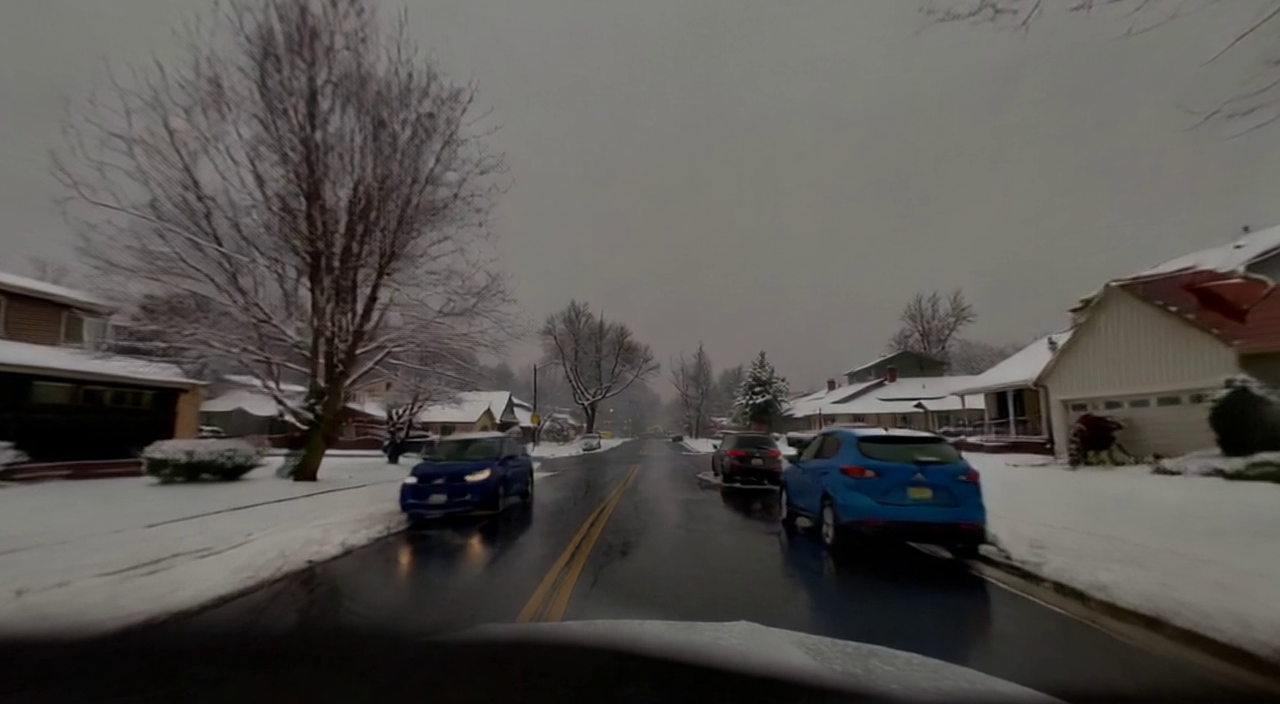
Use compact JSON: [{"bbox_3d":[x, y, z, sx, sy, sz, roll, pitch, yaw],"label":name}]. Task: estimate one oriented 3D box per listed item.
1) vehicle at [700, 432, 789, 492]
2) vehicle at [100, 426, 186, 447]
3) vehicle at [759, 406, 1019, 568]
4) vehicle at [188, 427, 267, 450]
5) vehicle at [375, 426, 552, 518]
[{"bbox_3d":[3.187,3.489,20.405,2.074,1.646,5.457,1,-9,1],"label":"vehicle"},{"bbox_3d":[-37.247,6.342,47.409,4.969,1.501,1.905,-1,-10,4],"label":"vehicle"},{"bbox_3d":[3.012,1.710,8.771,1.822,1.668,4.147,-1,-8,-1],"label":"vehicle"},{"bbox_3d":[-30.780,6.484,47.204,4.562,1.613,1.979,-1,-9,4],"label":"vehicle"},{"bbox_3d":[-3.729,2.663,14.695,2.278,1.704,5.321,-1,-8,4],"label":"vehicle"}]
